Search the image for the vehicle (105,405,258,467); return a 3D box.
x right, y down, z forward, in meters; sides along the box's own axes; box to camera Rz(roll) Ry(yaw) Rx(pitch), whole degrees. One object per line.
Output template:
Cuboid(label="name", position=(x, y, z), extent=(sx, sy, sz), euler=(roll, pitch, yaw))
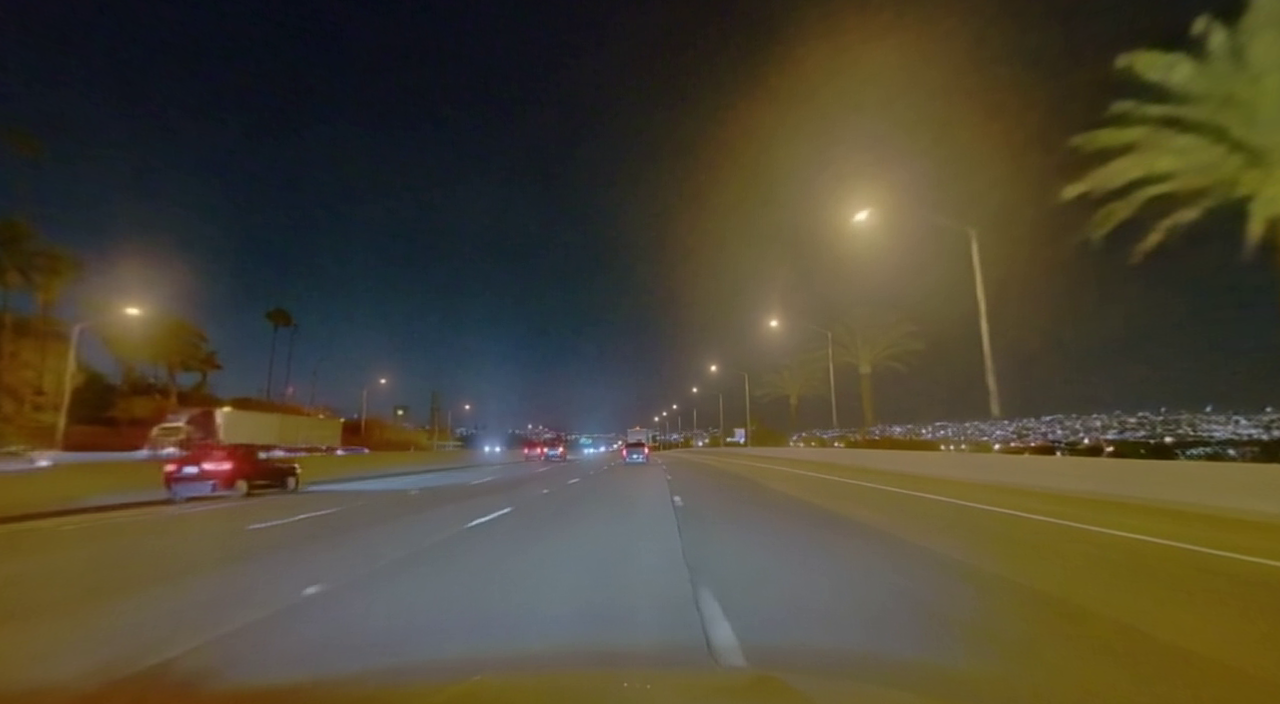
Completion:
Cuboid(label="vehicle", position=(-32.611, 6.153, 45.770), extent=(3.163, 4.010, 9.911), euler=(-1, -9, 3))

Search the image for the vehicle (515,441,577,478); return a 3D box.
Cuboid(label="vehicle", position=(-4.464, 5.189, 30.772), extent=(2.204, 1.677, 4.438), euler=(0, -9, 2))

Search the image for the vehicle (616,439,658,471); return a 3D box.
Cuboid(label="vehicle", position=(-0.122, 5.750, 35.450), extent=(2.201, 1.672, 4.128), euler=(0, -9, 1))

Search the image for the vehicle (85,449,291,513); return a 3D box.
Cuboid(label="vehicle", position=(-12.008, 3.416, 17.311), extent=(1.946, 1.473, 4.763), euler=(-1, -9, 3))
